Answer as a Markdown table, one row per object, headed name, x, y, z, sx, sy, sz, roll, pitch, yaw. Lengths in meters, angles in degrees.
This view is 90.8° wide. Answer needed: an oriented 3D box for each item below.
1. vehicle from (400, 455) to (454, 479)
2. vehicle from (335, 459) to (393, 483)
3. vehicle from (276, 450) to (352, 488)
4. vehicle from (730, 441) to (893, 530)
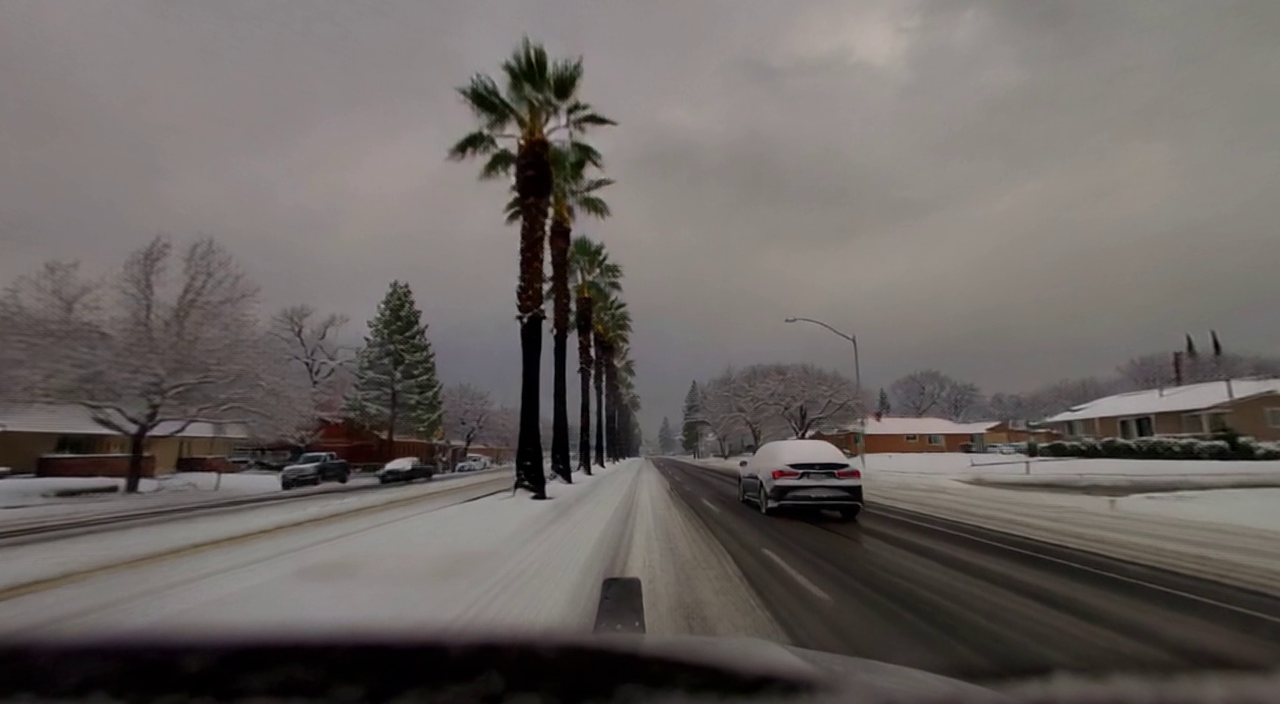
| name | x | y | z | sx | sy | sz | roll | pitch | yaw |
| --- | --- | --- | --- | --- | --- | --- | --- | --- | --- |
| vehicle | -14.672 | 7.972 | 43.893 | 1.990 | 1.488 | 4.724 | 0 | -9 | 2 |
| vehicle | -18.882 | 8.168 | 43.510 | 1.848 | 1.432 | 4.662 | 0 | -9 | 1 |
| vehicle | -19.044 | 6.867 | 37.191 | 1.987 | 1.998 | 4.642 | -3 | -10 | 1 |
| vehicle | 3.260 | 2.632 | 13.159 | 1.989 | 1.492 | 4.689 | 0 | -9 | -1 |
